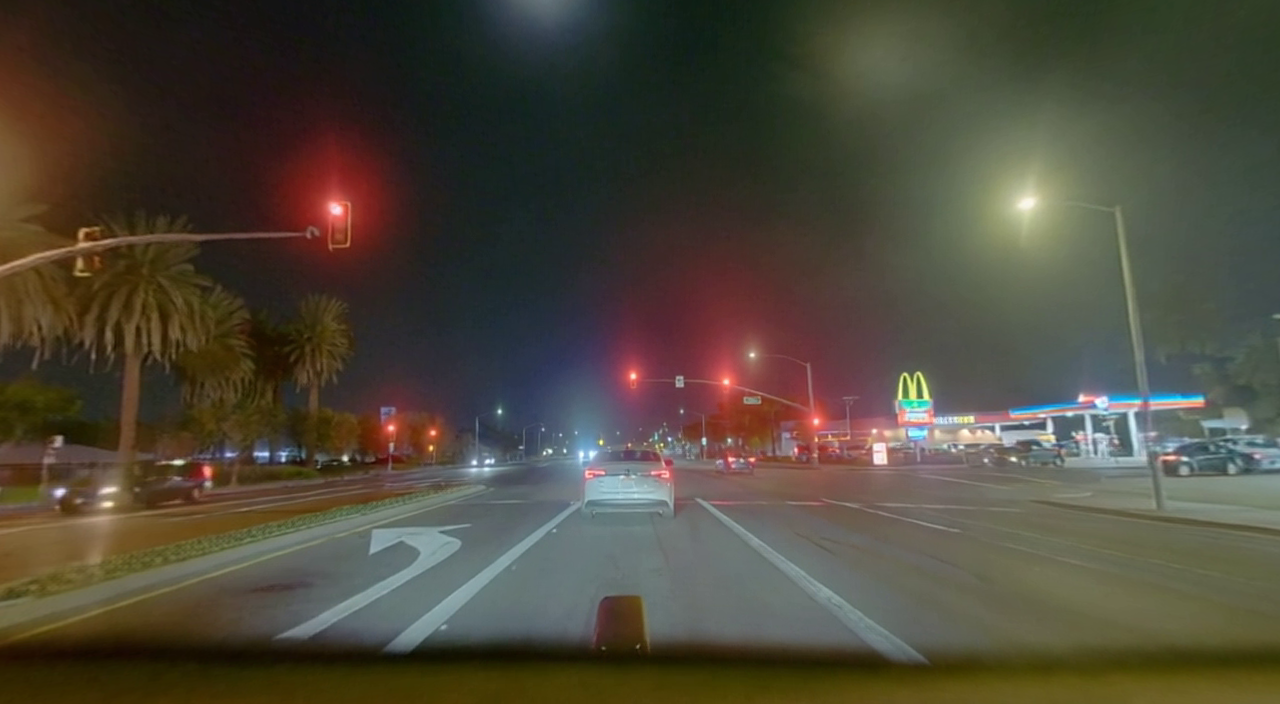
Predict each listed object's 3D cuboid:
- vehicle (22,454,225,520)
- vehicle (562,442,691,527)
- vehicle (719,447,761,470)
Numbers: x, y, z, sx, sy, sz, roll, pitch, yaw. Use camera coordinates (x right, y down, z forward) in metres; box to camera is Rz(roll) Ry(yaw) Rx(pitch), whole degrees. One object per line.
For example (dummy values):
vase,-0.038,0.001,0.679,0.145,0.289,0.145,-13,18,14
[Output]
vehicle,-15.176,3.943,19.031,2.120,1.629,4.686,0,-8,0
vehicle,-0.241,2.674,13.475,2.270,1.475,4.571,0,-8,0
vehicle,6.696,7.164,42.763,2.017,1.491,4.420,0,-8,-1
